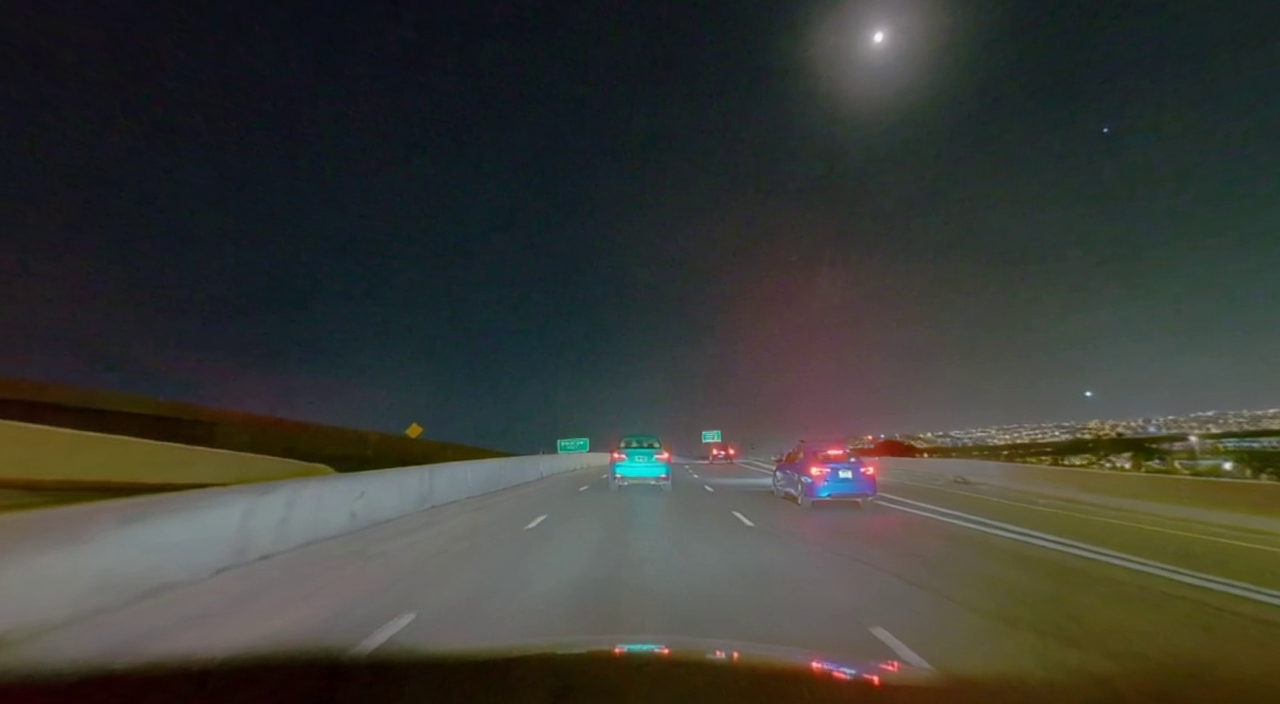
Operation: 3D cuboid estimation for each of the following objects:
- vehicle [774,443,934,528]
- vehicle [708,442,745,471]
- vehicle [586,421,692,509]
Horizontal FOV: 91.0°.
[{"bbox_3d":[4.273,2.715,13.364,2.047,1.500,4.017,0,-9,1],"label":"vehicle"},{"bbox_3d":[5.467,6.676,40.238,2.047,1.700,4.069,0,-9,4],"label":"vehicle"},{"bbox_3d":[0.060,2.781,15.812,2.264,1.841,4.583,0,-9,2],"label":"vehicle"}]
